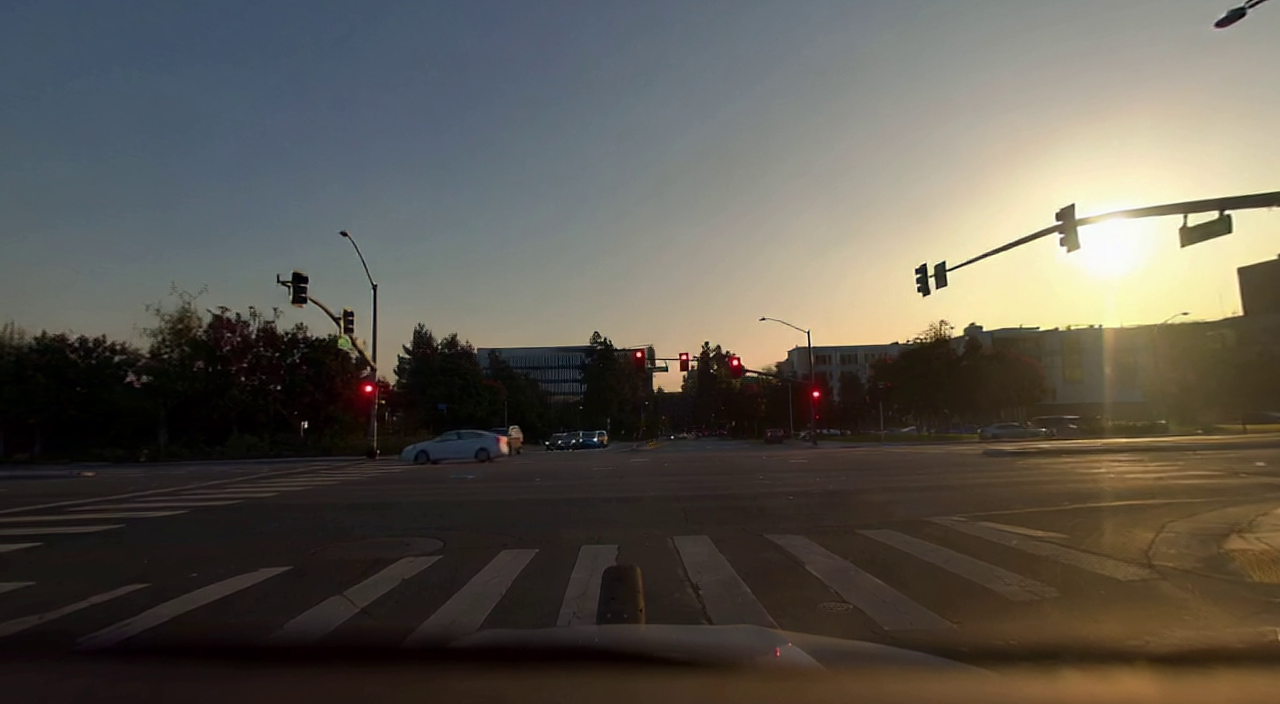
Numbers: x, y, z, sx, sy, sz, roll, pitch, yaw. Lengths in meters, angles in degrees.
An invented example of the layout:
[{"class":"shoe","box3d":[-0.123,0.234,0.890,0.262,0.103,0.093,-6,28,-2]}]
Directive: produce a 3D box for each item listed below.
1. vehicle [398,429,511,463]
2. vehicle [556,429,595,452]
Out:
[{"class":"vehicle","box3d":[-8.057,4.124,27.740,4.510,1.431,1.884,1,-9,-9]},{"class":"vehicle","box3d":[-4.392,6.164,43.762,1.919,1.467,4.086,-1,-9,5]}]
